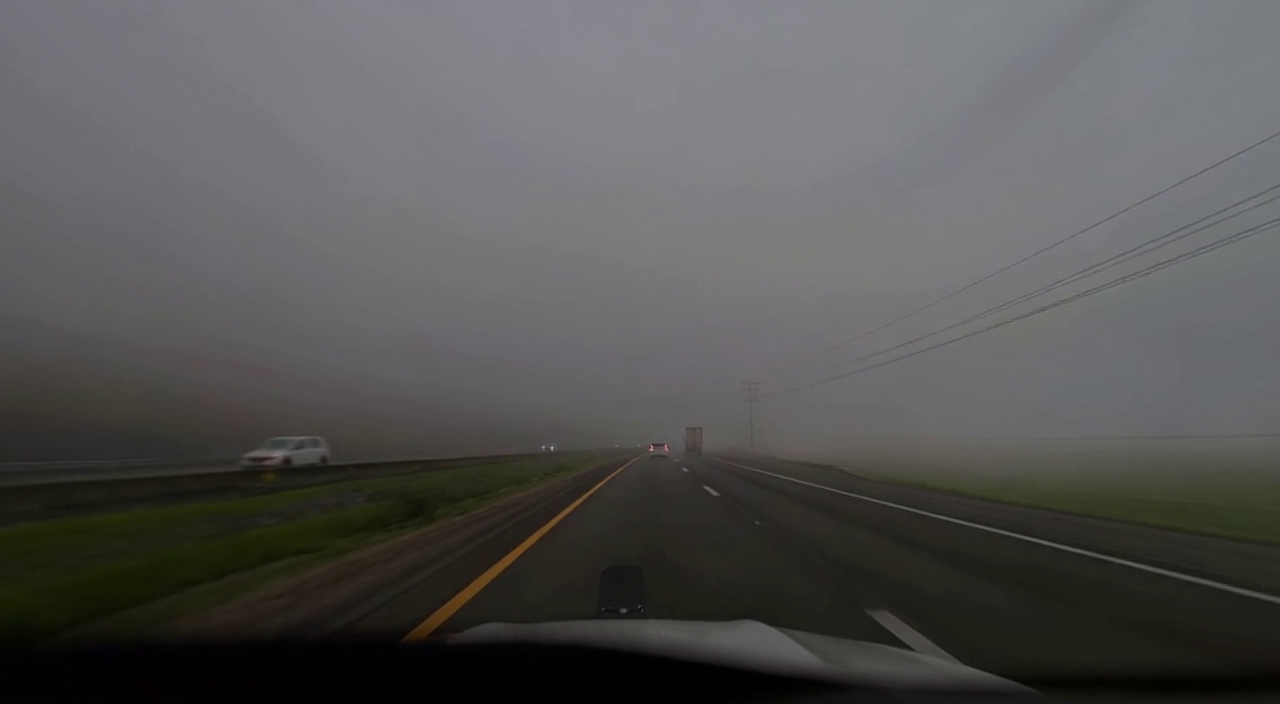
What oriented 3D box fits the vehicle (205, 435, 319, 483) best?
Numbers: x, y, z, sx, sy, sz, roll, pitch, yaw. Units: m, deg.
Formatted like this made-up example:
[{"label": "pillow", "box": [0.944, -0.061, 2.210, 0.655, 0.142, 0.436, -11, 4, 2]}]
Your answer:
[{"label": "vehicle", "box": [-16.294, 4.634, 27.553, 2.097, 1.887, 4.477, -1, -9, 1]}]
